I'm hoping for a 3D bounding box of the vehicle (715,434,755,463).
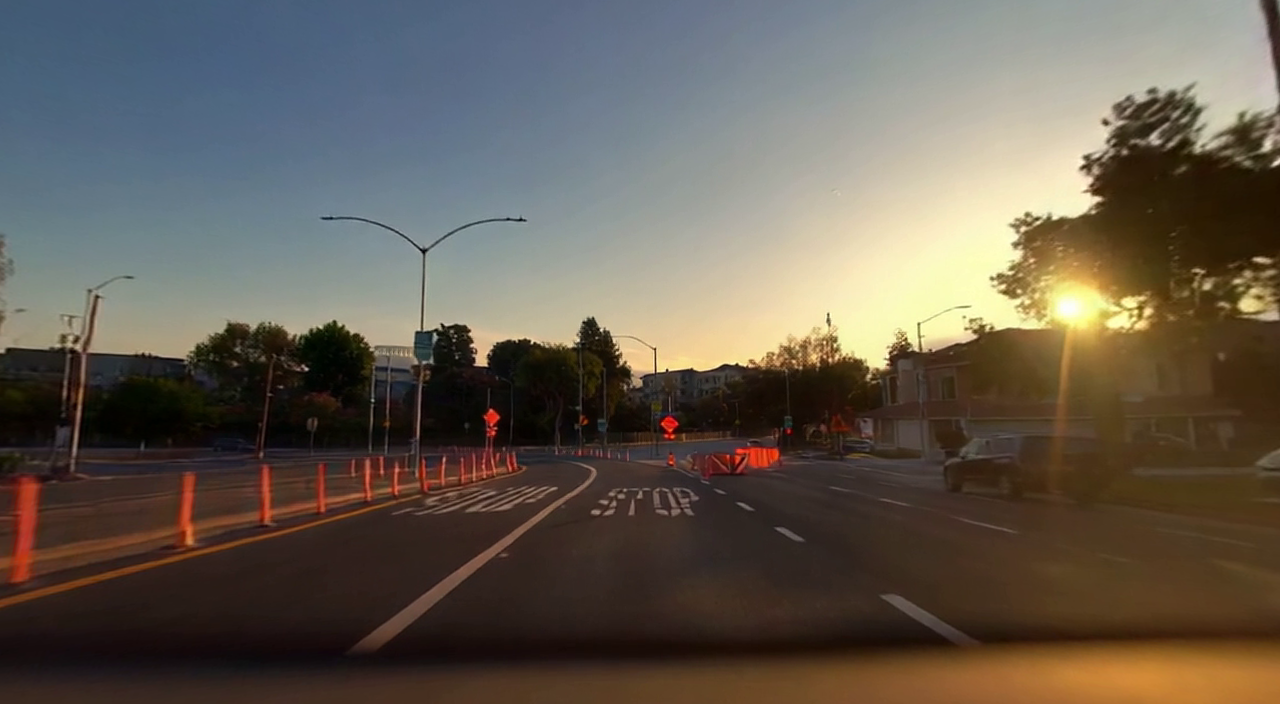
[{"bbox_3d":[6.182,6.337,41.567,2.150,1.779,4.423,-1,-9,3],"label":"vehicle"}]

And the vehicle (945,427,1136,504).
[{"bbox_3d":[10.471,3.005,17.092,1.961,1.754,4.889,0,-9,0],"label":"vehicle"}]

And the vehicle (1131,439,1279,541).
[{"bbox_3d":[10.361,2.073,9.595,2.000,1.487,4.548,0,-9,-2],"label":"vehicle"}]
